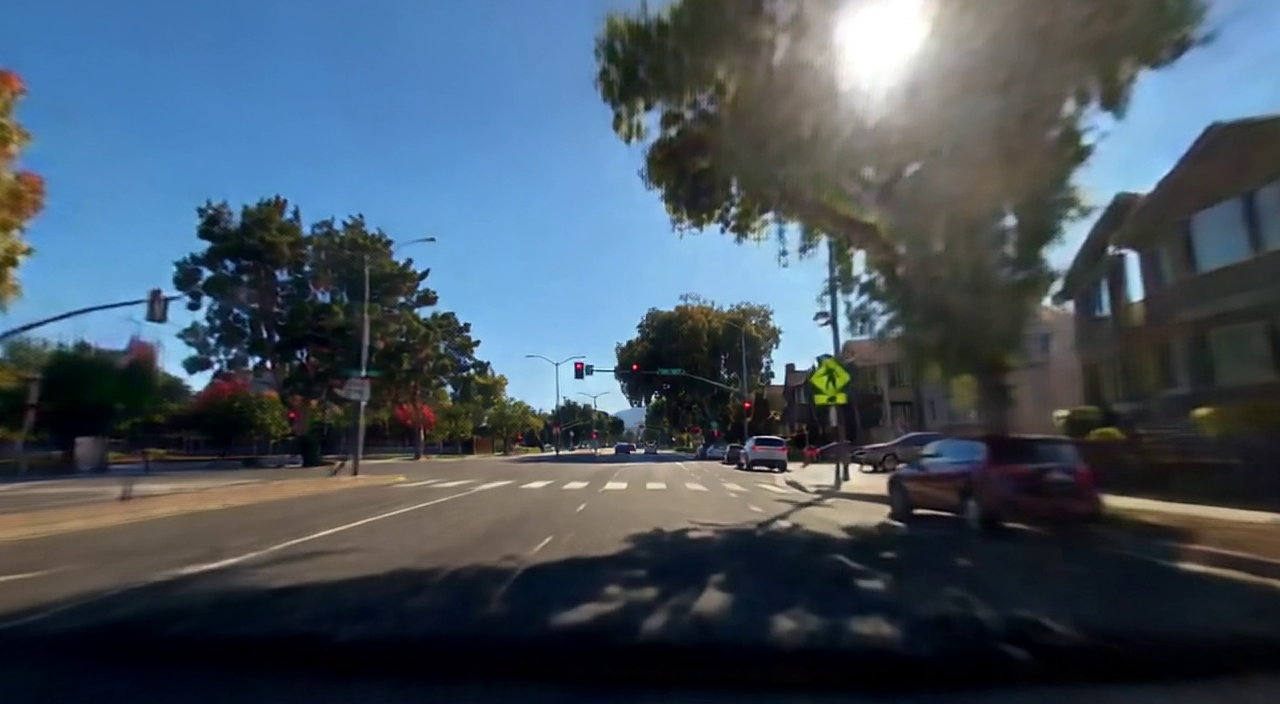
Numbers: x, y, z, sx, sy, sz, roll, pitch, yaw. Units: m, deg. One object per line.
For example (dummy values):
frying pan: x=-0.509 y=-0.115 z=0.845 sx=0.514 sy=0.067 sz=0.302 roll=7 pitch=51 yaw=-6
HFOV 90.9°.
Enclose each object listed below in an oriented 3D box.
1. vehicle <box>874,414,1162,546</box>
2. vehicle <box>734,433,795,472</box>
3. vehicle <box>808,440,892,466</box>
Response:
vehicle: x=6.041 y=2.103 z=11.015 sx=2.094 sy=1.766 sz=4.792 roll=0 pitch=-9 yaw=1
vehicle: x=6.549 y=5.362 z=33.786 sx=2.293 sy=1.942 sz=5.004 roll=0 pitch=-9 yaw=1
vehicle: x=12.362 y=5.945 z=37.099 sx=4.452 sy=1.459 sz=2.001 roll=-4 pitch=-9 yaw=23
